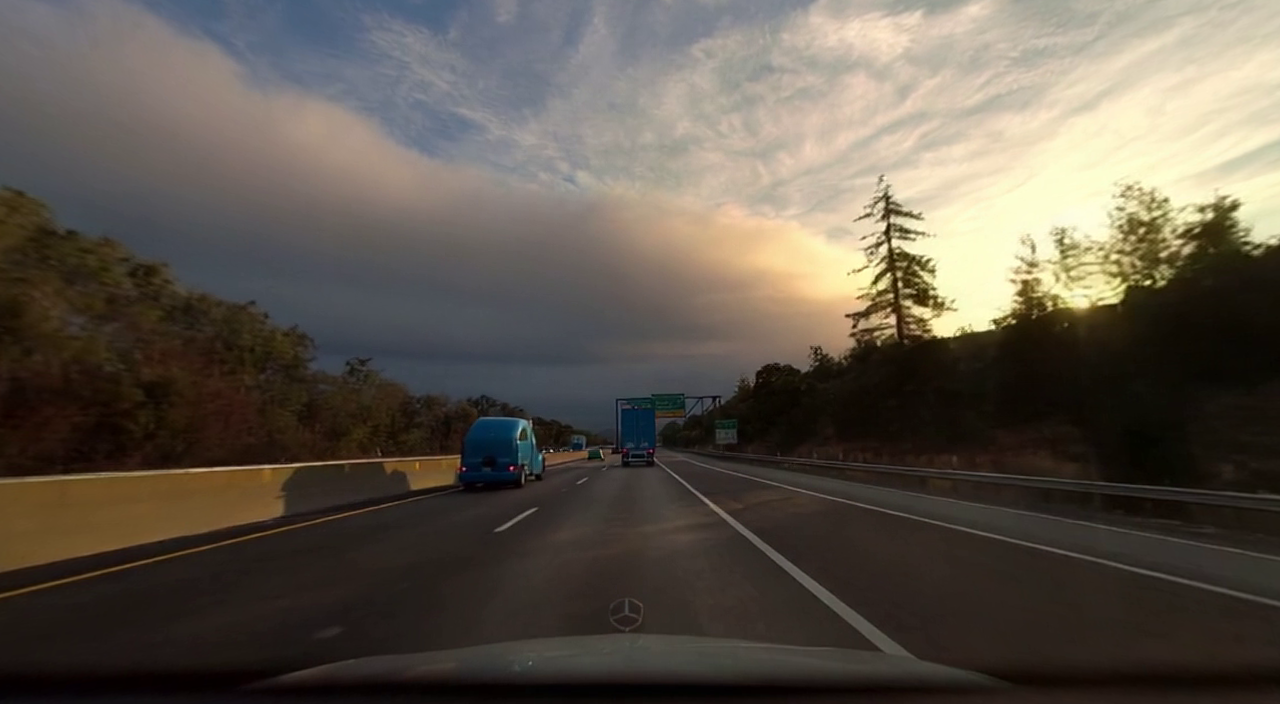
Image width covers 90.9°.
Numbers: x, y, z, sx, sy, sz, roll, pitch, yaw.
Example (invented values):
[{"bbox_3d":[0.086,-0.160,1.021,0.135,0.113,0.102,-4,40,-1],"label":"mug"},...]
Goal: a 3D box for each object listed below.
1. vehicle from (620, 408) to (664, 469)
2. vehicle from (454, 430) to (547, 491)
[{"bbox_3d":[0.137,6.383,46.135,2.899,3.966,10.053,0,-9,0],"label":"vehicle"},{"bbox_3d":[-4.551,3.618,21.334,2.042,1.815,4.639,0,-9,0],"label":"vehicle"}]
